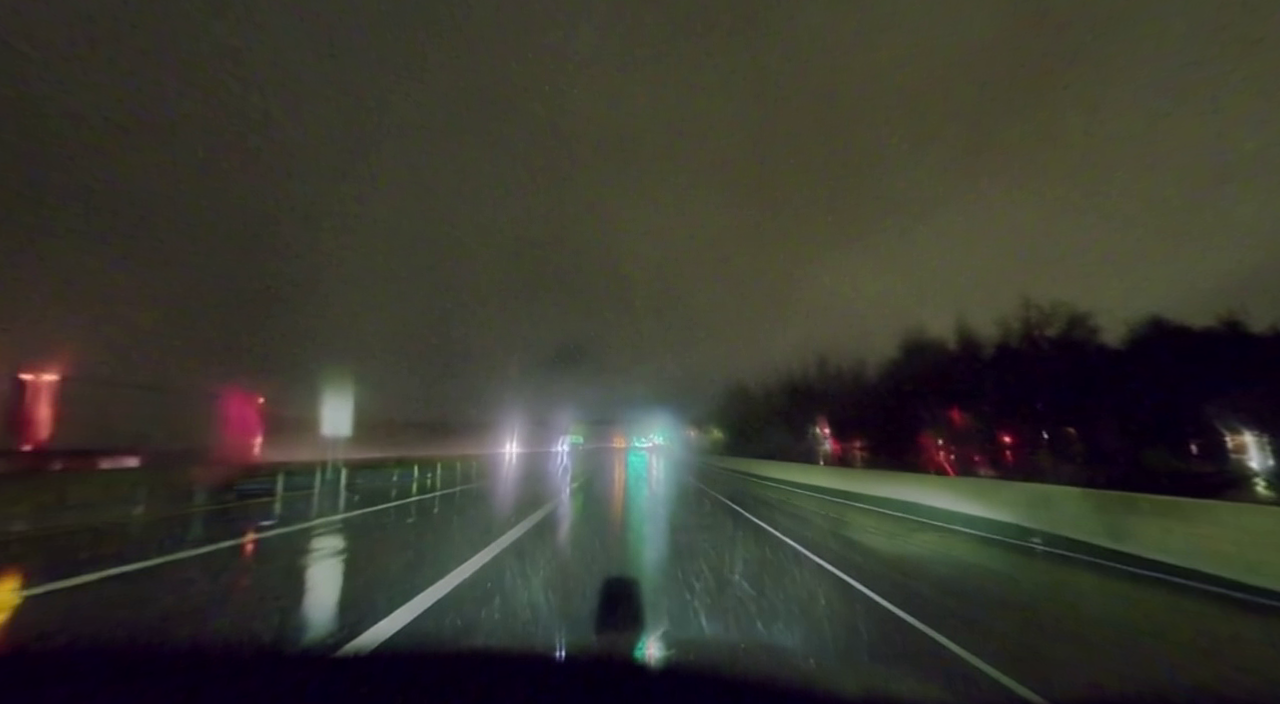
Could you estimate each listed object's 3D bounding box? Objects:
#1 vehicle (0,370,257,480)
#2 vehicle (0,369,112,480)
[{"bbox_3d":[-24.530,3.792,30.475,3.072,4.067,14.457,0,-9,0],"label":"vehicle"},{"bbox_3d":[-24.465,2.794,23.783,3.209,3.947,6.545,0,-9,0],"label":"vehicle"}]
